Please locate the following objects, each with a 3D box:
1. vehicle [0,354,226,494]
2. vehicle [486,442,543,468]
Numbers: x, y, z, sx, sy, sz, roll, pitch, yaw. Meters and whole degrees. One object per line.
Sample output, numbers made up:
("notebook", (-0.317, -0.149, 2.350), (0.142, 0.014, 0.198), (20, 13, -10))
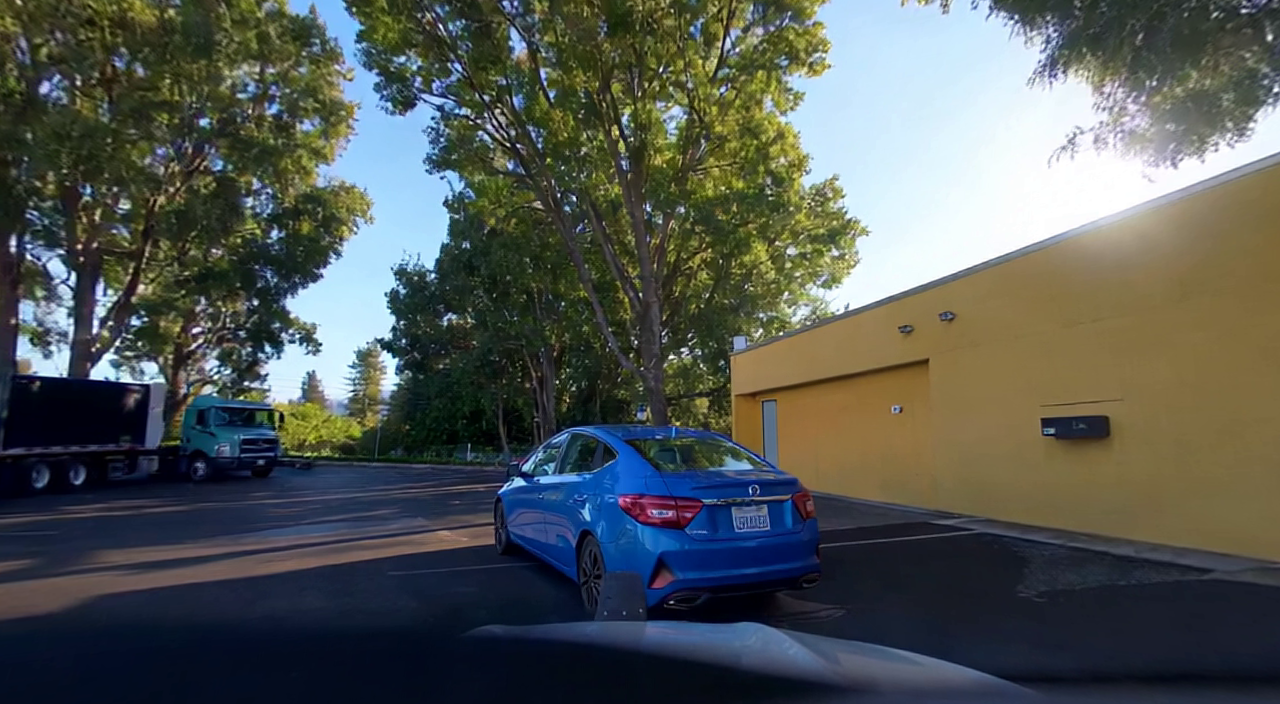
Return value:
("vehicle", (-19.980, 2.728, 22.400), (11.906, 4.069, 2.948), (-5, -10, 27))
("vehicle", (-7.759, 6.413, 39.210), (1.809, 1.506, 3.473), (-4, -10, 23))
